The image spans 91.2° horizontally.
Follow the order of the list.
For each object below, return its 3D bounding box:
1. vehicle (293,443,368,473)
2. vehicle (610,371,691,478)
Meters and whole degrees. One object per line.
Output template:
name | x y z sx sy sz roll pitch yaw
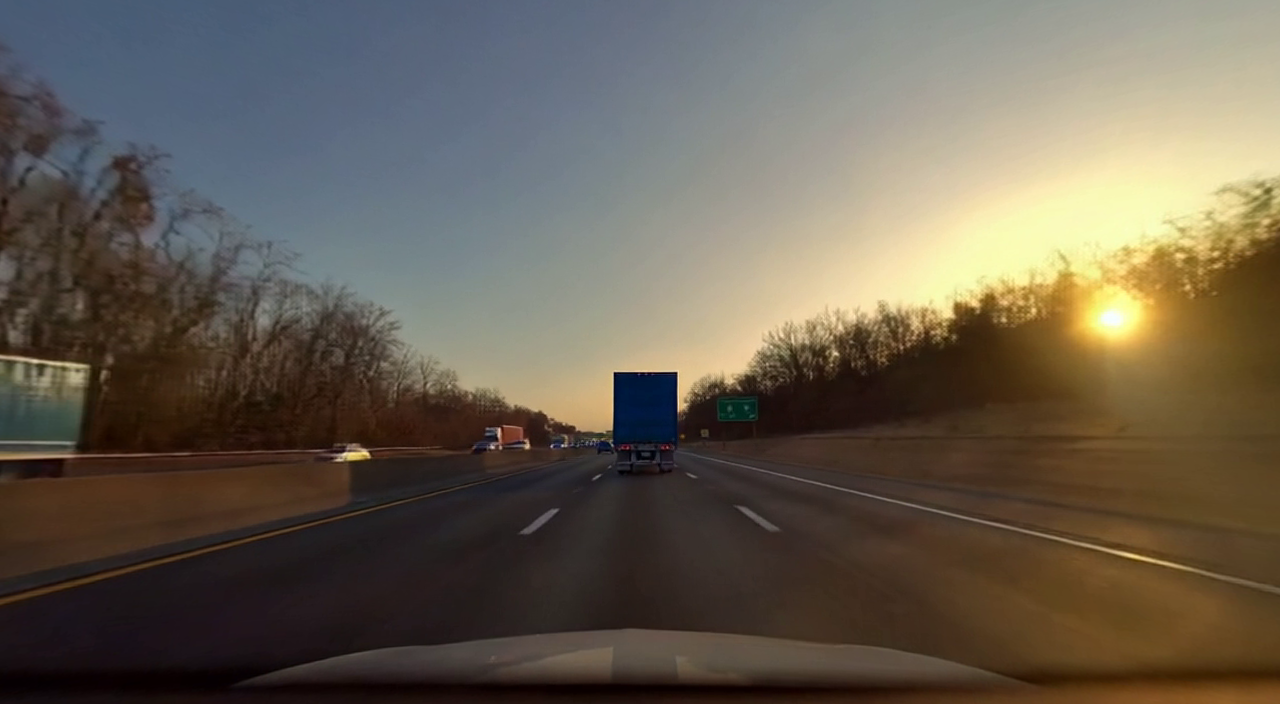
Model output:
vehicle | -16.828 5.748 34.374 1.859 1.495 4.440 0 -8 0
vehicle | 0.408 3.469 28.891 3.010 4.039 10.481 0 -8 0
